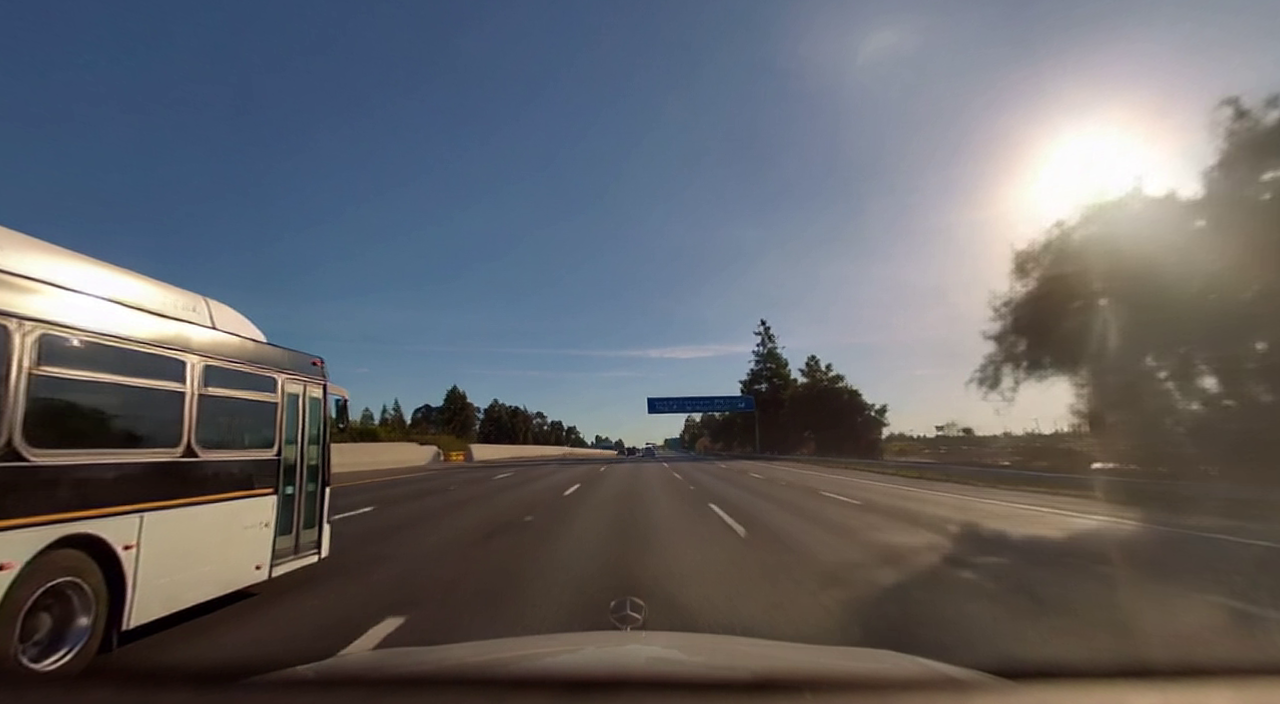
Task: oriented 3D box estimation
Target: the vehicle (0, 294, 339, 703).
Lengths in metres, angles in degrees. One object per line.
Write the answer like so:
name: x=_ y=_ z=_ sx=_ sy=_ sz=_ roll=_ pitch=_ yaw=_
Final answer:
vehicle: x=-4.097 y=0.818 z=3.599 sx=2.127 sy=1.985 sz=5.205 roll=-1 pitch=-8 yaw=1
